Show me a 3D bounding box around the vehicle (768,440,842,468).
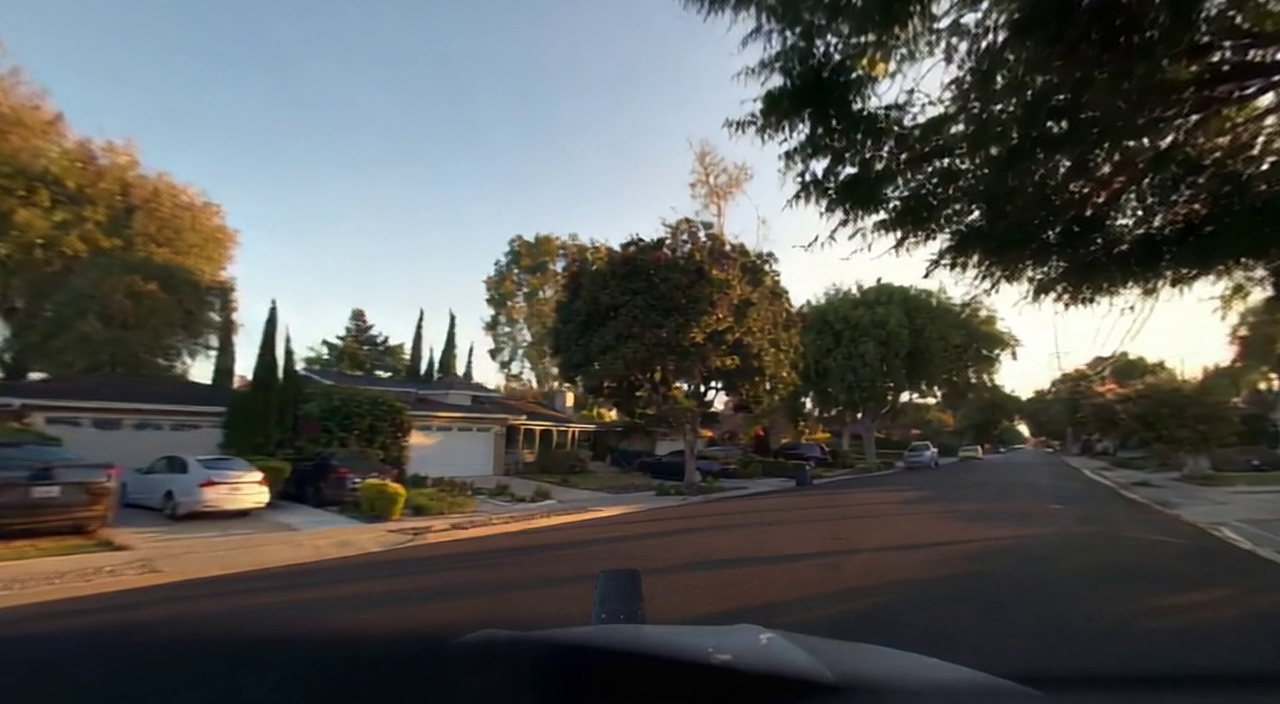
[{"bbox_3d":[12.511,7.700,47.984,5.033,1.997,2.126,-5,-10,30],"label":"vehicle"}]
